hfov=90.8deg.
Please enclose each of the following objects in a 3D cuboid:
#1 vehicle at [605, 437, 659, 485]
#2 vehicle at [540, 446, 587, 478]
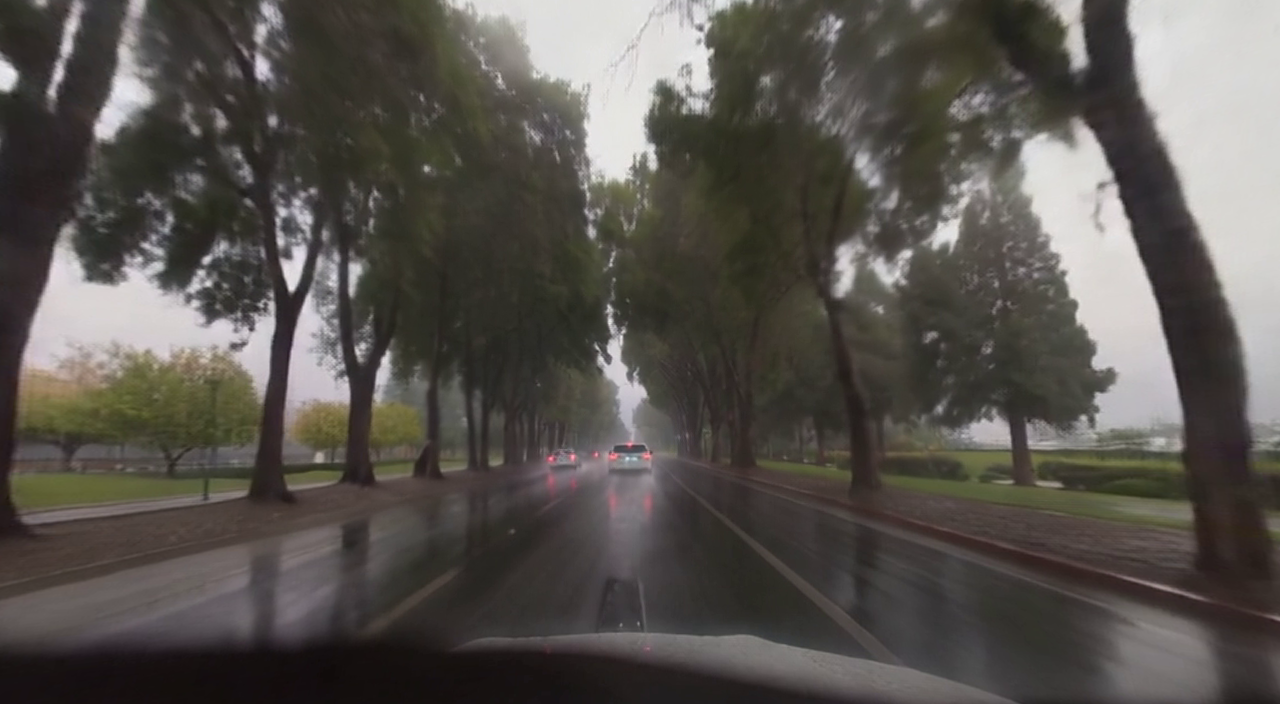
[{"bbox_3d":[-0.305,4.382,25.668,2.018,1.769,3.897,0,-8,0],"label":"vehicle"},{"bbox_3d":[-3.983,5.821,33.717,1.936,1.538,4.016,0,-8,1],"label":"vehicle"}]
